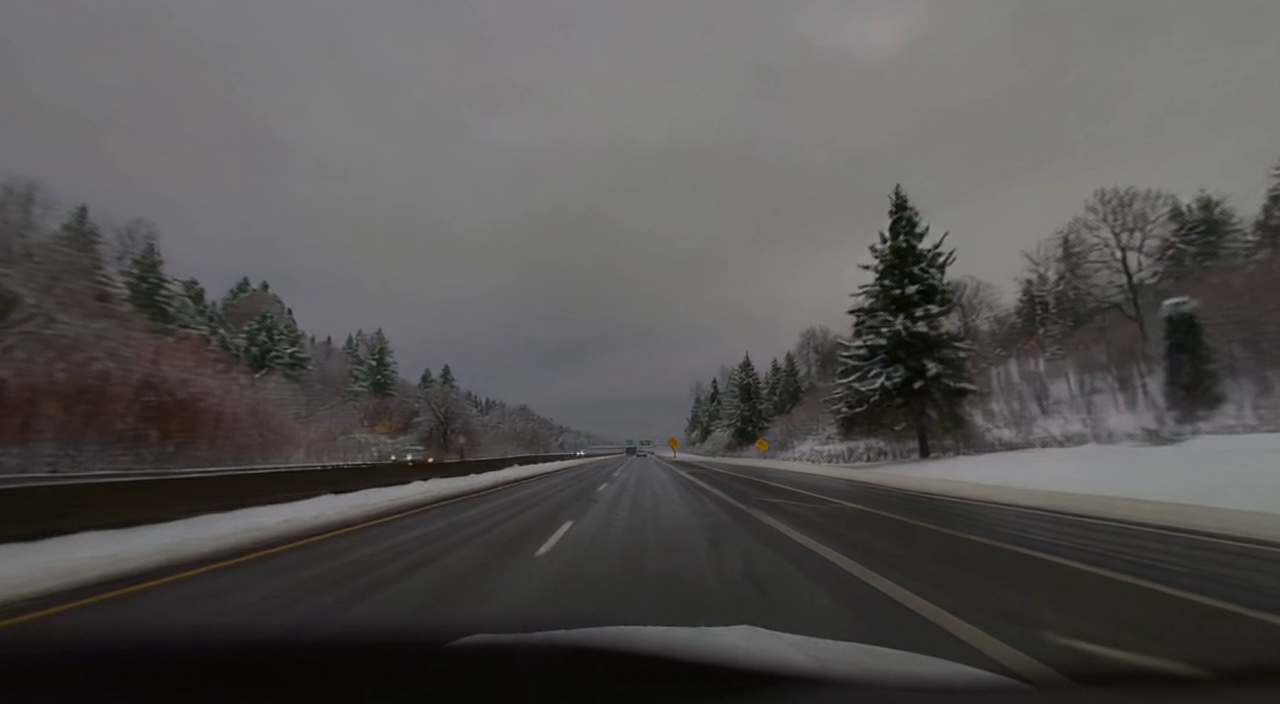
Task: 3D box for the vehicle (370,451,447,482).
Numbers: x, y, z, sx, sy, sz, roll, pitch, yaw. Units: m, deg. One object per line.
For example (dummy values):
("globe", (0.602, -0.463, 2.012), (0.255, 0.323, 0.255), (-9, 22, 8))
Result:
("vehicle", (-11.528, 5.707, 31.700), (2.209, 1.454, 4.441), (0, -9, 0))
